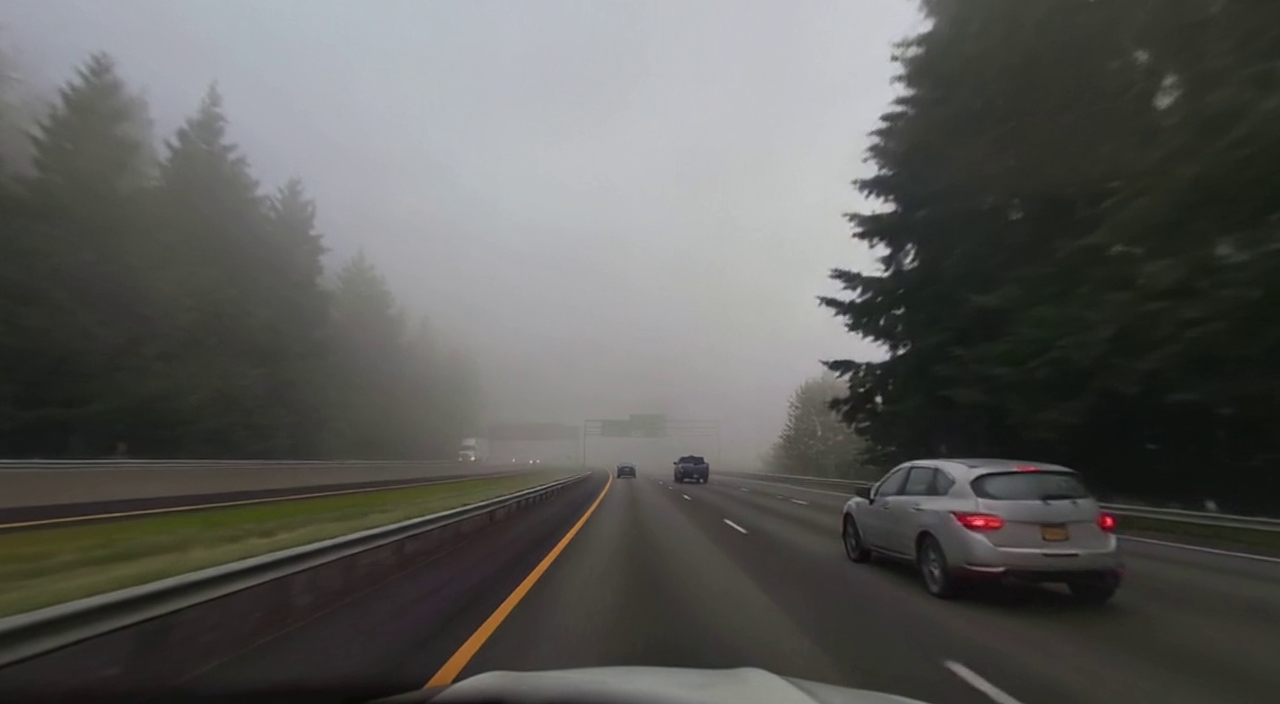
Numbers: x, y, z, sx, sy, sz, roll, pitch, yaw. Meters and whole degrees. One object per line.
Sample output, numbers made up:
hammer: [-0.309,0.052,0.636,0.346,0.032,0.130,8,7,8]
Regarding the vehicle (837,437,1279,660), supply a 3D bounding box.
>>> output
vehicle: [3.967,1.897,6.997,2.132,1.662,4.180,1,-10,-1]
